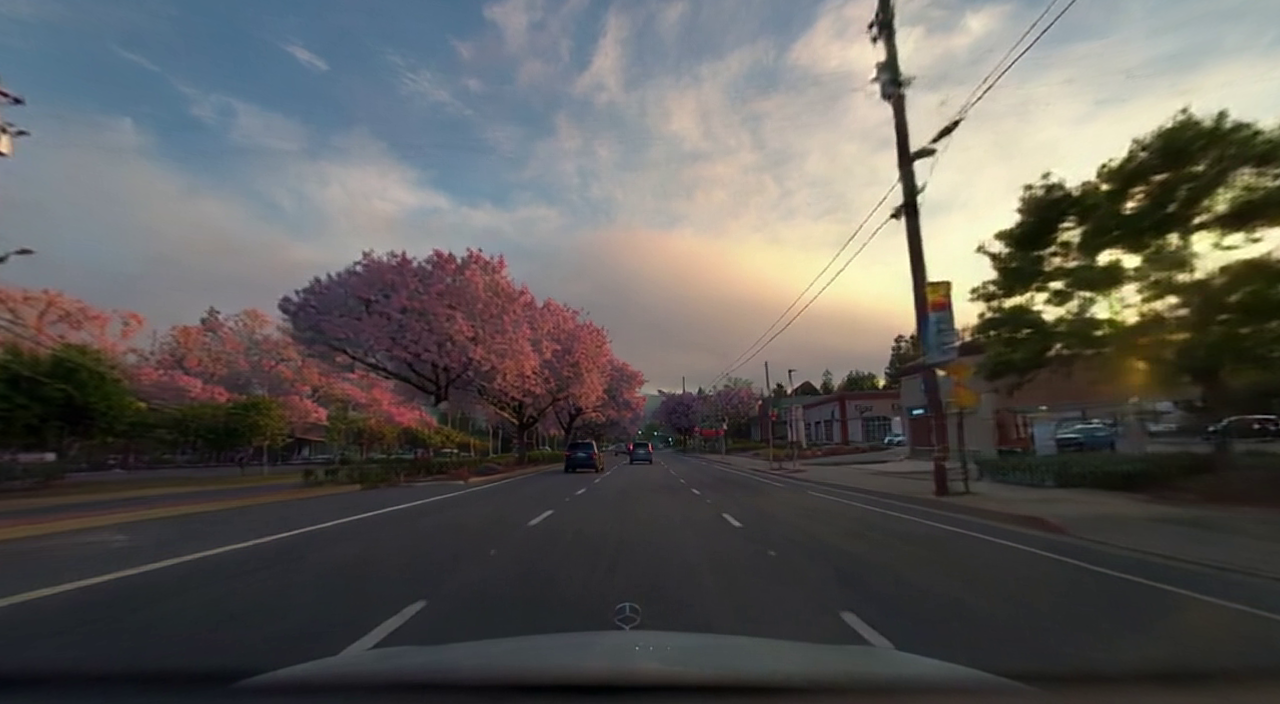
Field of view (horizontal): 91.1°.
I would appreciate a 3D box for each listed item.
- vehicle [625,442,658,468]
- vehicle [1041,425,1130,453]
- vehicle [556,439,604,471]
[{"bbox_3d":[0.095,7.163,43.774,2.149,1.701,4.379,0,-8,0],"label":"vehicle"},{"bbox_3d":[25.354,5.007,35.938,1.728,1.443,4.505,0,-8,-1],"label":"vehicle"},{"bbox_3d":[-3.649,6.387,39.264,2.453,1.844,4.751,0,-8,1],"label":"vehicle"}]
